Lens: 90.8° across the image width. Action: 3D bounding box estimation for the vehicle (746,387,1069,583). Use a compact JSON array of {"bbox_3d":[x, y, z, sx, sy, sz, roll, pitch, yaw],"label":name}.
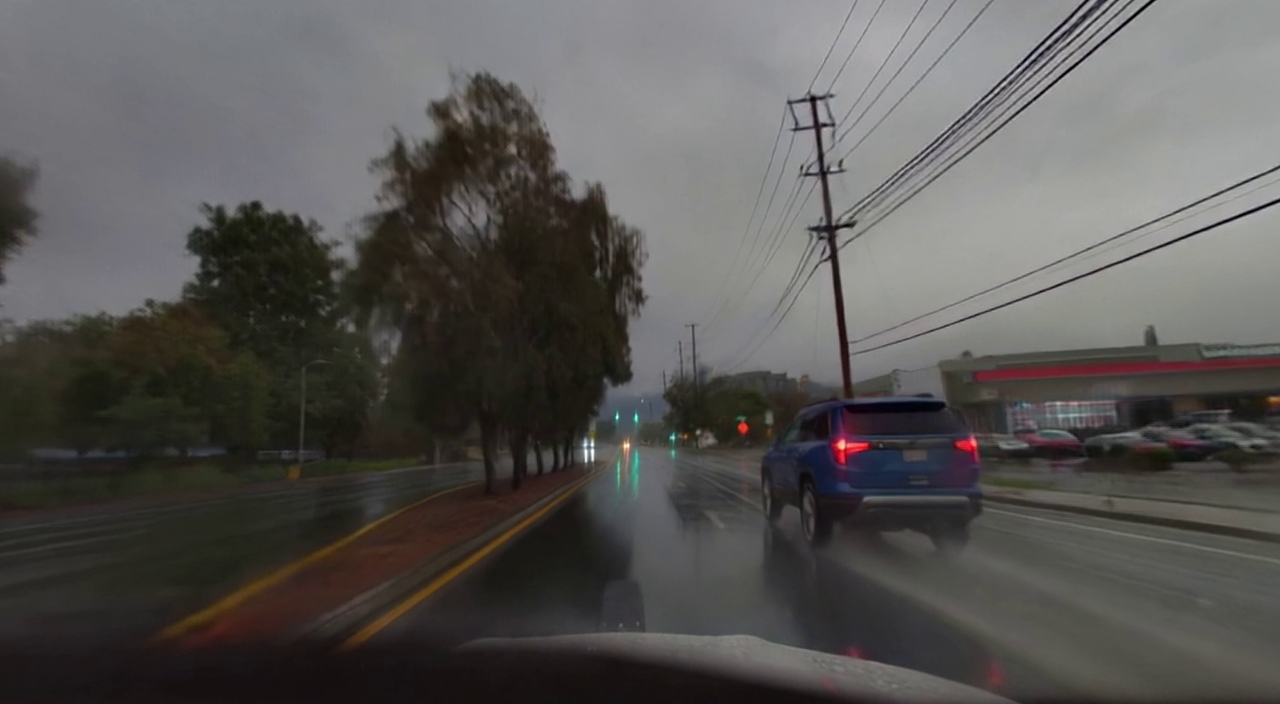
[{"bbox_3d":[2.904,1.587,8.324,2.060,1.820,4.713,0,-9,-1],"label":"vehicle"}]
